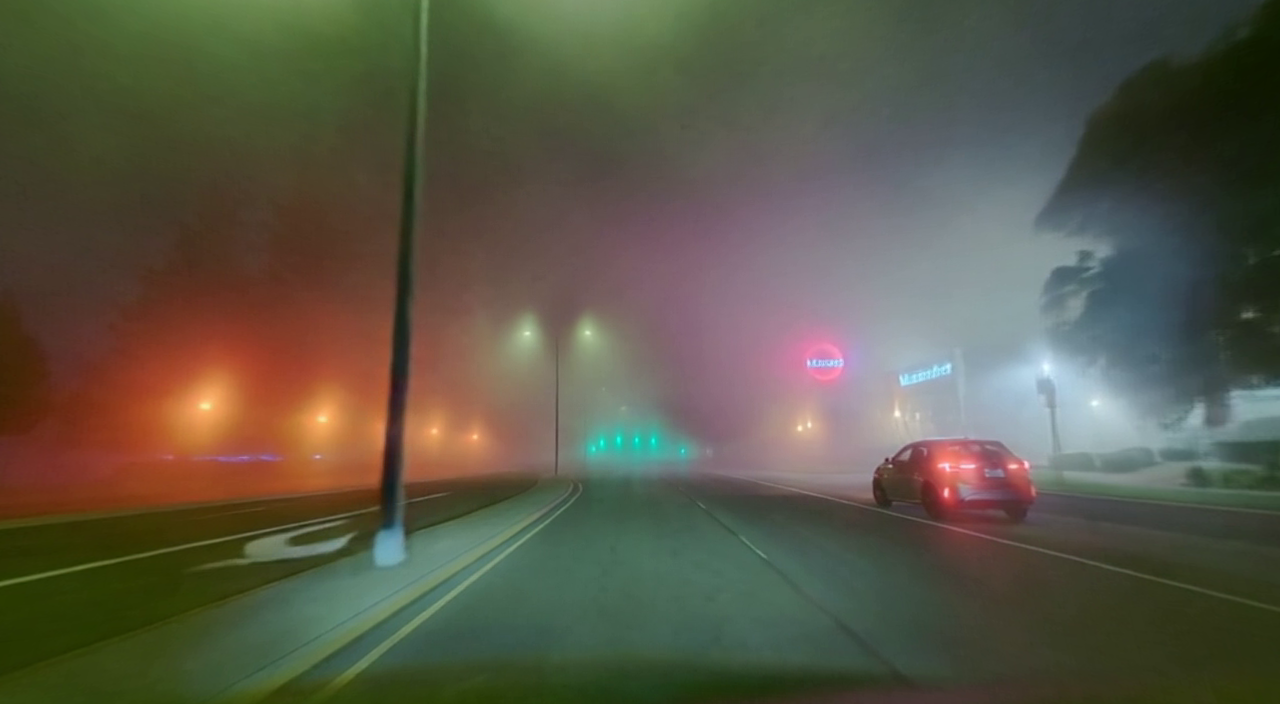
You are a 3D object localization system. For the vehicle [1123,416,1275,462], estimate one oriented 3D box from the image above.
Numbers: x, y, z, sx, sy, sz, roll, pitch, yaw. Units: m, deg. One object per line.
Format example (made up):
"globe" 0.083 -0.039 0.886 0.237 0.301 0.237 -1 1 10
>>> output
"vehicle" 23.131 3.699 26.504 2.066 1.716 4.943 -1 -9 4

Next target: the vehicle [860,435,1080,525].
"vehicle" 6.468 2.546 13.196 1.913 1.504 4.738 0 -9 -2
